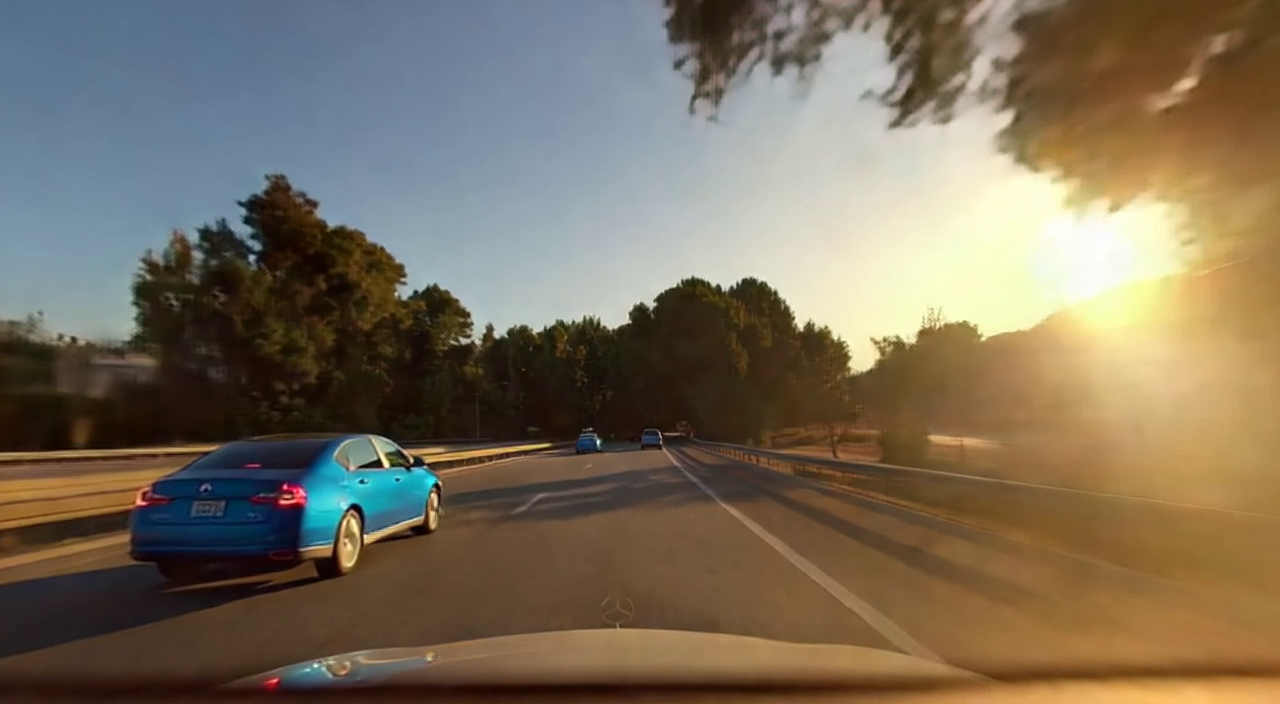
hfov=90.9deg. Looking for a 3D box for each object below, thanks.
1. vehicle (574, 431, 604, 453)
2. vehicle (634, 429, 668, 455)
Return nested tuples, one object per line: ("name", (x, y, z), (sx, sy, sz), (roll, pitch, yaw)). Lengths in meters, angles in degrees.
("vehicle", (-3.770, 6.759, 47.374), (1.950, 1.518, 3.941), (0, -8, 0))
("vehicle", (0.667, 5.817, 40.884), (2.041, 1.618, 3.898), (0, -8, 0))
